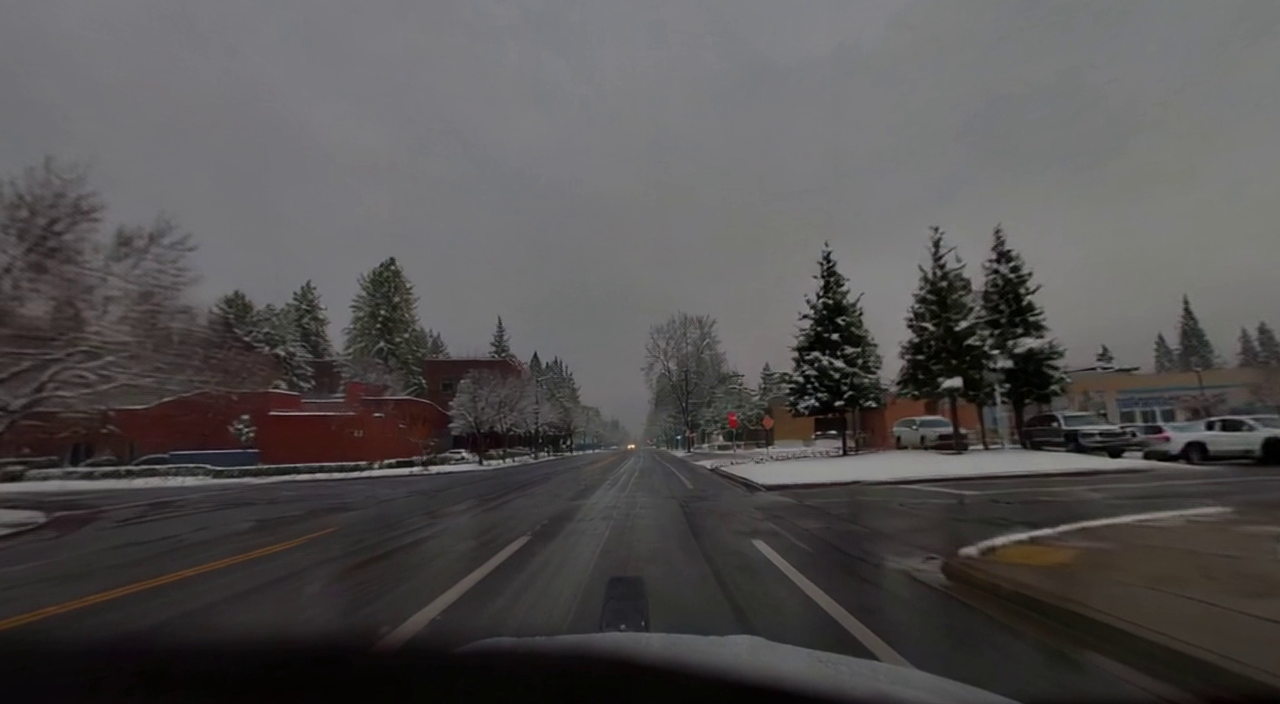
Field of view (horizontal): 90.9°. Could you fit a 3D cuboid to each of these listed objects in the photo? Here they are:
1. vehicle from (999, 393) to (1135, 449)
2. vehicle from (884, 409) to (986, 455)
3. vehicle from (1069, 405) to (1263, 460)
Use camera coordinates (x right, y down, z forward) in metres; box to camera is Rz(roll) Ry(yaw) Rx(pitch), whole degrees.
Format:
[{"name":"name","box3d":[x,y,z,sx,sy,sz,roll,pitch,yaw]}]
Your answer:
[{"name":"vehicle","box3d":[16.879,2.844,25.313,2.027,1.910,4.824,-3,-8,1]},{"name":"vehicle","box3d":[11.741,3.281,25.529,2.036,1.636,4.995,0,-8,5]},{"name":"vehicle","box3d":[15.177,2.412,18.593,1.866,1.420,4.447,0,-9,0]}]
